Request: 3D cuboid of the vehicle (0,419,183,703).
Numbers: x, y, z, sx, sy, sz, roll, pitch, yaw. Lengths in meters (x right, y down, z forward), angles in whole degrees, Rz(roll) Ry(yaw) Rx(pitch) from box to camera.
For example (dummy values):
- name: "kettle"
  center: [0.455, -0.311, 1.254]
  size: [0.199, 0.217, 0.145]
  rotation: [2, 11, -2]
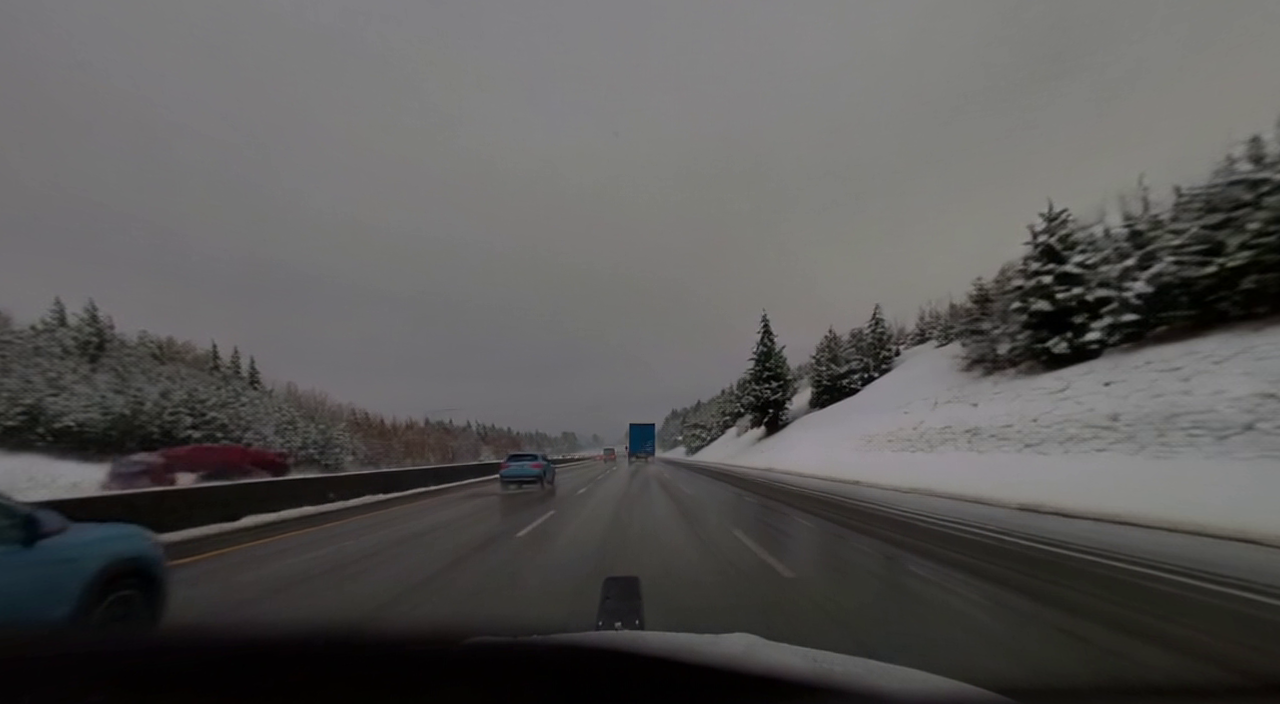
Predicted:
- name: "vehicle"
  center: [-3.916, 0.852, 1.513]
  size: [2.053, 1.489, 4.740]
  rotation: [0, -9, 1]

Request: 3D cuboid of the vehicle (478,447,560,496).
- name: "vehicle"
  center: [-4.154, 4.158, 22.365]
  size: [2.051, 1.537, 4.111]
  rotation: [0, -9, 0]
